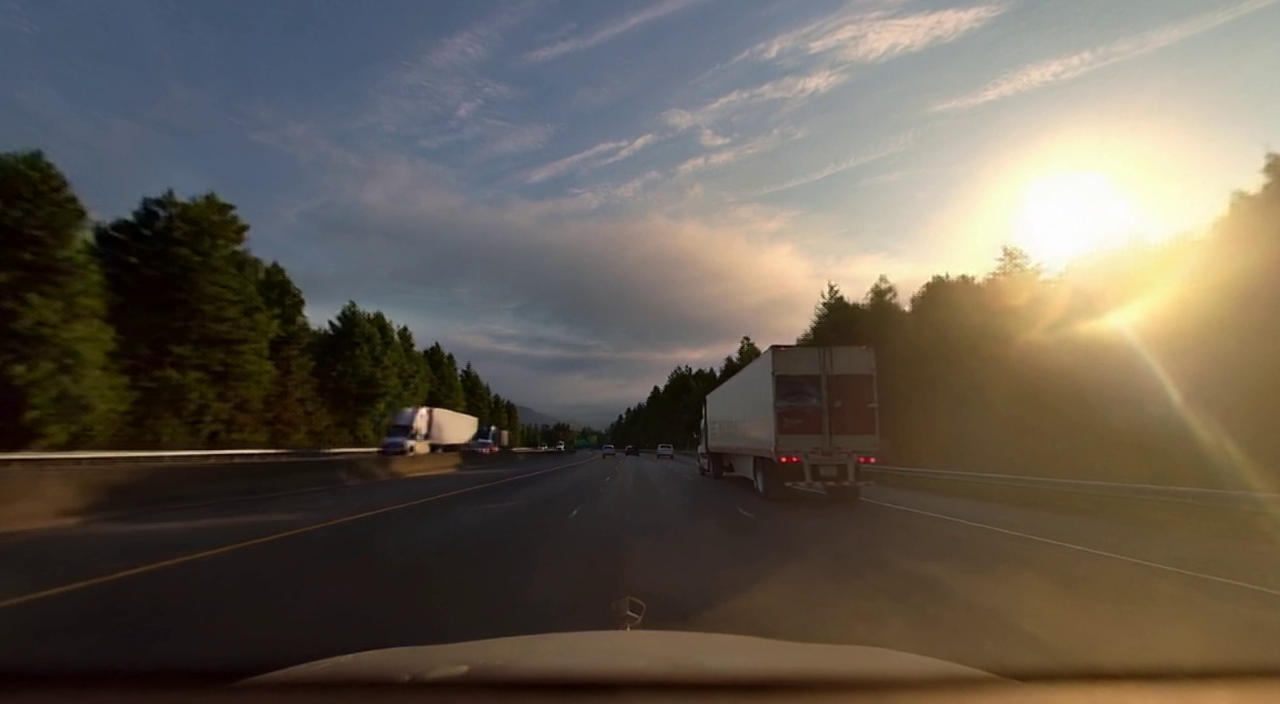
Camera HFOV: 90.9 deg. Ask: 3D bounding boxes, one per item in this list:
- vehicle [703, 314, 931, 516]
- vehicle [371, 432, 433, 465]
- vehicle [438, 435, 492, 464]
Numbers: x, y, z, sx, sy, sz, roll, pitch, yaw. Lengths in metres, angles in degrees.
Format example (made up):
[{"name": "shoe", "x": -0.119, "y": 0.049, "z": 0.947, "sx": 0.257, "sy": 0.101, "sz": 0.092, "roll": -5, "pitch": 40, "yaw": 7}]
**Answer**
[{"name": "vehicle", "x": 4.157, "y": 2.253, "z": 19.193, "sx": 2.950, "sy": 4.033, "sz": 13.276, "roll": 0, "pitch": -9, "yaw": -1}, {"name": "vehicle", "x": -15.225, "y": 6.227, "z": 40.566, "sx": 2.107, "sy": 1.976, "sz": 4.747, "roll": 0, "pitch": -9, "yaw": 0}, {"name": "vehicle", "x": -11.045, "y": 6.248, "z": 40.226, "sx": 2.080, "sy": 1.730, "sz": 4.801, "roll": 0, "pitch": -9, "yaw": 0}]
